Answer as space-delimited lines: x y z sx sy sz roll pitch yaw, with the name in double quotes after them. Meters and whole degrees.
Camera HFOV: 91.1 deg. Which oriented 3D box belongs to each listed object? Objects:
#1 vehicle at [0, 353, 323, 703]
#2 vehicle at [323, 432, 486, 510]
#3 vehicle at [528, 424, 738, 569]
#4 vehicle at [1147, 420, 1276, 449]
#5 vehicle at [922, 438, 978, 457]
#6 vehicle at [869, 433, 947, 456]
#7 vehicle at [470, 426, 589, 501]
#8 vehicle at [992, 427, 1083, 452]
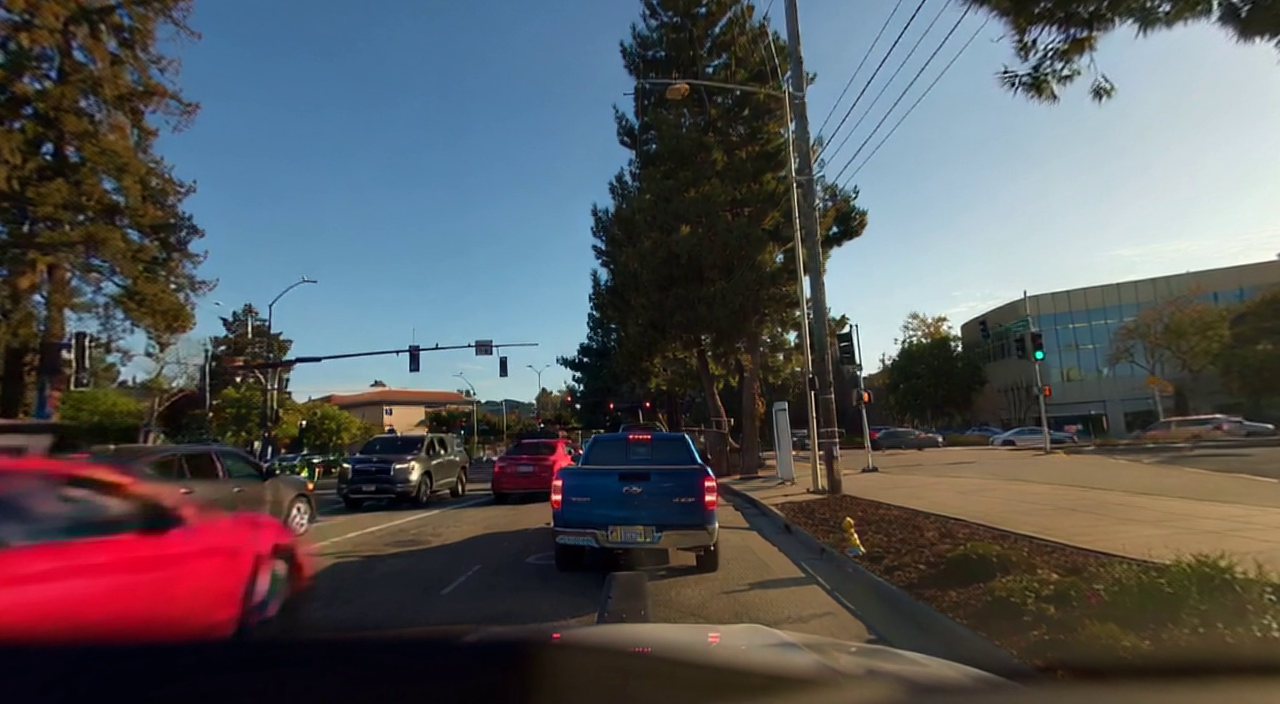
-3.499 0.840 2.416 2.040 1.660 4.609 0 -9 2 "vehicle"
-6.168 3.174 17.342 2.230 1.811 5.183 -1 -9 3 "vehicle"
-0.049 1.821 8.683 2.182 1.501 4.150 0 -9 1 "vehicle"
30.549 4.466 33.796 4.739 1.472 1.804 -5 -10 29 "vehicle"
24.591 7.577 49.820 3.662 1.442 1.787 -6 -10 33 "vehicle"
17.529 6.087 41.159 4.441 1.452 1.798 -5 -10 30 "vehicle"
-2.935 3.134 18.009 2.223 1.826 4.990 -1 -9 3 "vehicle"
23.806 5.298 37.753 4.454 1.440 1.816 -5 -10 30 "vehicle"
